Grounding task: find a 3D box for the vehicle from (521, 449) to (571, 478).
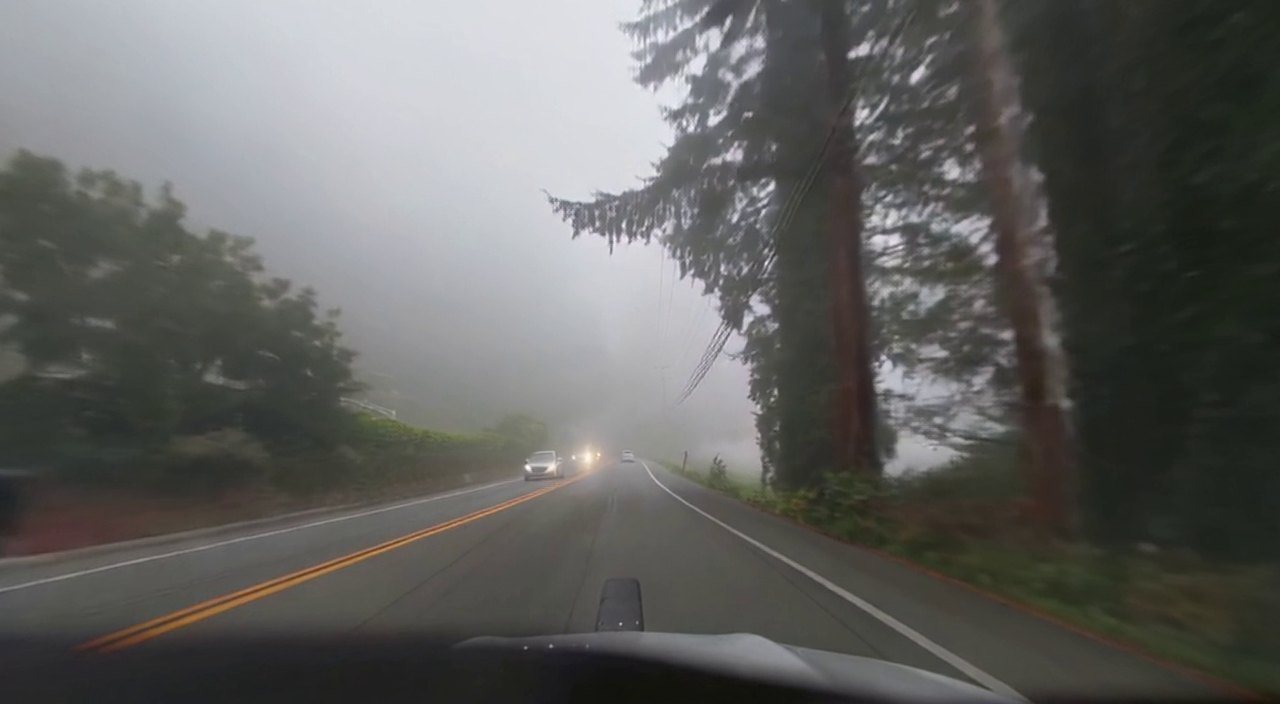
[{"bbox_3d":[-5.125,6.144,35.099,2.069,1.471,4.226,0,-8,1],"label":"vehicle"}]
